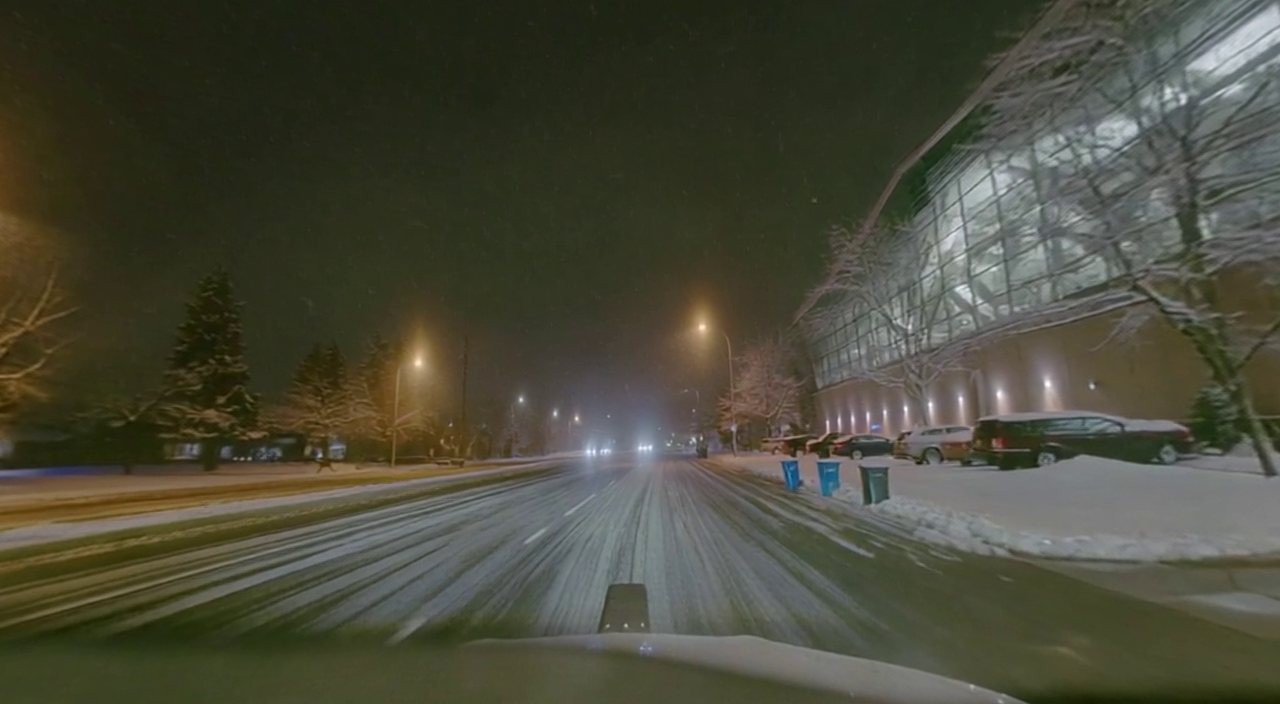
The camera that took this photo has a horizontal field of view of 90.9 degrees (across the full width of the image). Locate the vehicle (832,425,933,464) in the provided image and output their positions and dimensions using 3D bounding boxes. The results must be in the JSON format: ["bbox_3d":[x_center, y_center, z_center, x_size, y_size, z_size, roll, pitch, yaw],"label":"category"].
[{"bbox_3d":[12.845,4.947,33.594,4.478,1.578,1.944,-6,-9,2],"label":"vehicle"}]

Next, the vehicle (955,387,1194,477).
[{"bbox_3d":[12.473,2.368,18.449,5.136,1.945,2.153,-6,-9,3],"label":"vehicle"}]
